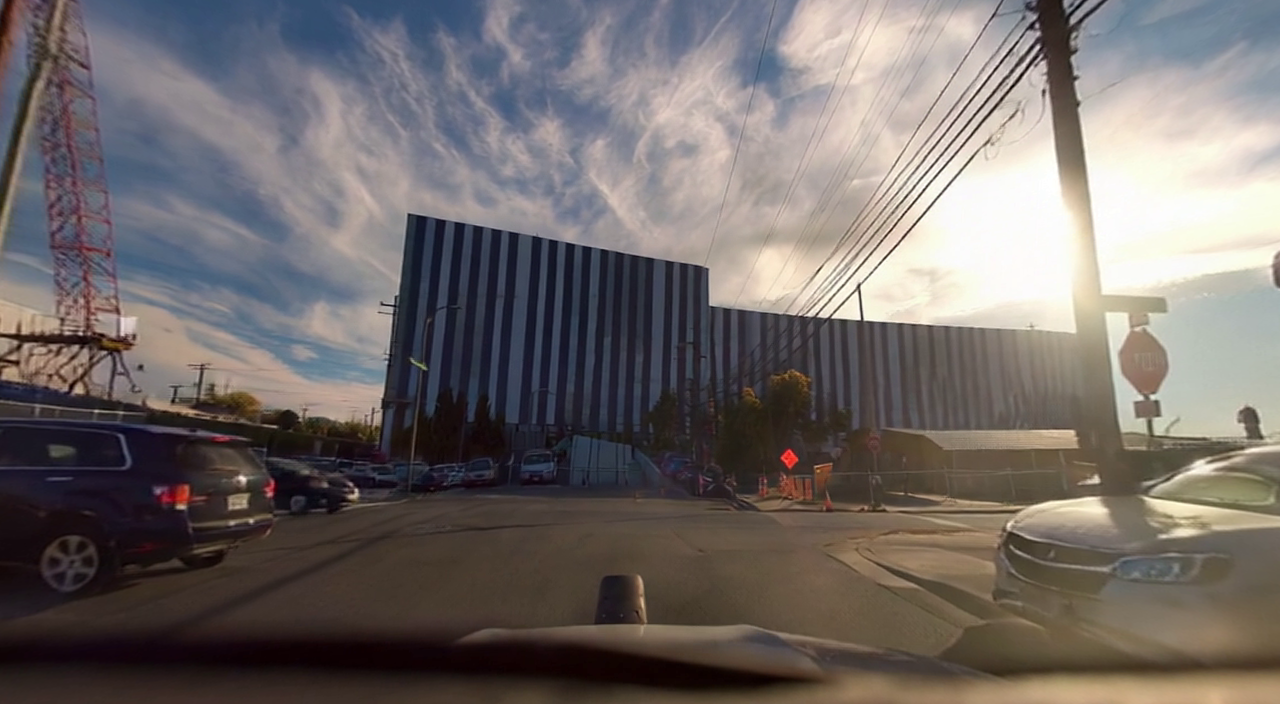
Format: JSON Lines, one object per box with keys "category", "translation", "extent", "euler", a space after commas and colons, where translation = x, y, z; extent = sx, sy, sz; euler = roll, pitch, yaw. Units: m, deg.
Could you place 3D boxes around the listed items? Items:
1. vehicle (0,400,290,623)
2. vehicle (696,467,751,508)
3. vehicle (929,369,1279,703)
{"category": "vehicle", "translation": [-6.550, 1.305, 6.037], "extent": [5.025, 1.648, 2.055], "euler": [4, -11, -1]}
{"category": "vehicle", "translation": [4.128, 6.800, 32.031], "extent": [2.007, 1.804, 4.136], "euler": [0, -9, -3]}
{"category": "vehicle", "translation": [4.505, 1.105, 3.894], "extent": [4.416, 1.750, 2.011], "euler": [0, -8, -3]}
